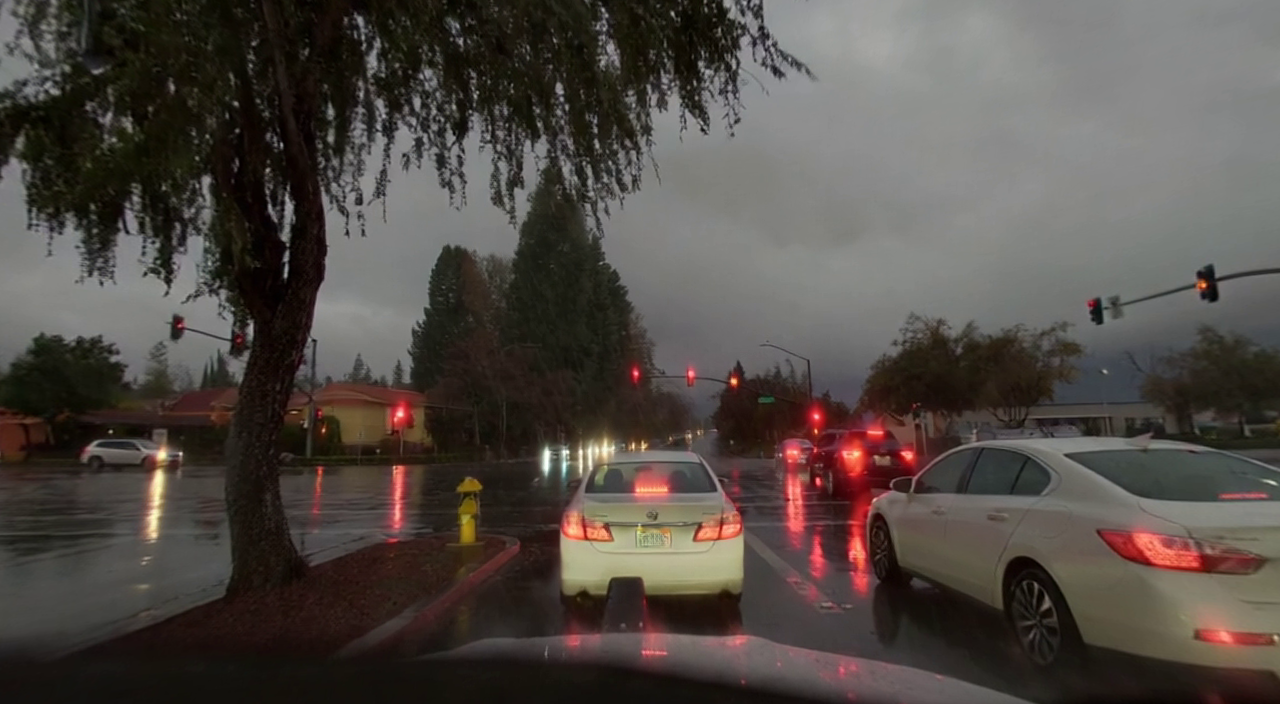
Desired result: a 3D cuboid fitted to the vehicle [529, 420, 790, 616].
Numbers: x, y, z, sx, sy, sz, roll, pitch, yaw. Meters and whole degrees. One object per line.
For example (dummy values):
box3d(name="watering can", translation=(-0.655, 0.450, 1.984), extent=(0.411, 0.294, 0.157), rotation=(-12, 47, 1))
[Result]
box3d(name="vehicle", translation=(0.112, 1.568, 6.868), extent=(2.017, 1.485, 3.813), rotation=(0, -8, -1))

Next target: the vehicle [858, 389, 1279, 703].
box3d(name="vehicle", translation=(3.179, 1.124, 3.889), extent=(1.931, 1.493, 4.555), rotation=(0, -8, -1))

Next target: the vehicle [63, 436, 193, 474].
box3d(name="vehicle", translation=(-24.261, 4.871, 29.999), extent=(4.450, 1.684, 1.894), rotation=(0, -8, 0))
